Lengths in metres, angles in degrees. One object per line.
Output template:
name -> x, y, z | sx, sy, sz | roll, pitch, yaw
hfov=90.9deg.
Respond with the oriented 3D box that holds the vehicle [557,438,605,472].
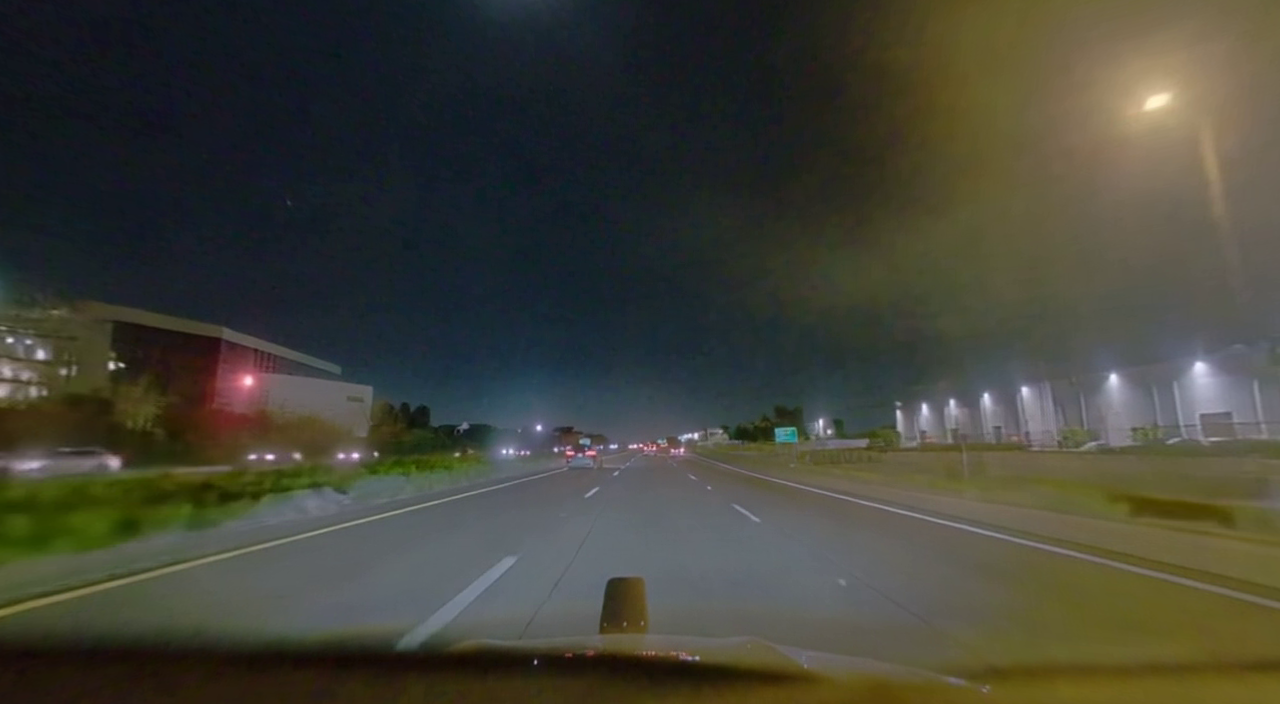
vehicle -> -3.358, 6.021, 37.064 | 2.218, 1.850, 4.774 | -1, -9, 2
